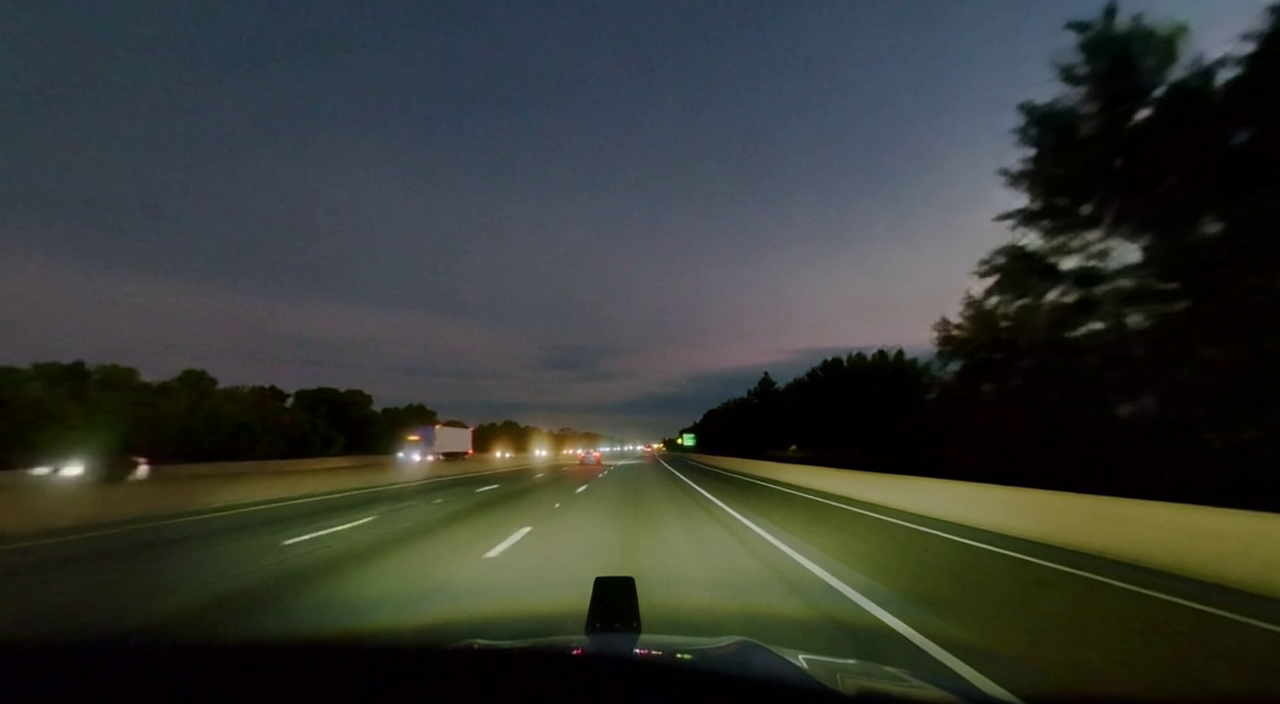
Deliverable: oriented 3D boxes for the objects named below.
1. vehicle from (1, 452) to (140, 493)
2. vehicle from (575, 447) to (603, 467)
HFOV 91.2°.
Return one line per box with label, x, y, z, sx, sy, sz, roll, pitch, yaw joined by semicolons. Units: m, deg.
vehicle;-23.403;4.933;25.997;1.980;1.518;3.986;0;-9;1
vehicle;-4.013;8.319;49.711;1.933;1.497;3.973;0;-9;0
